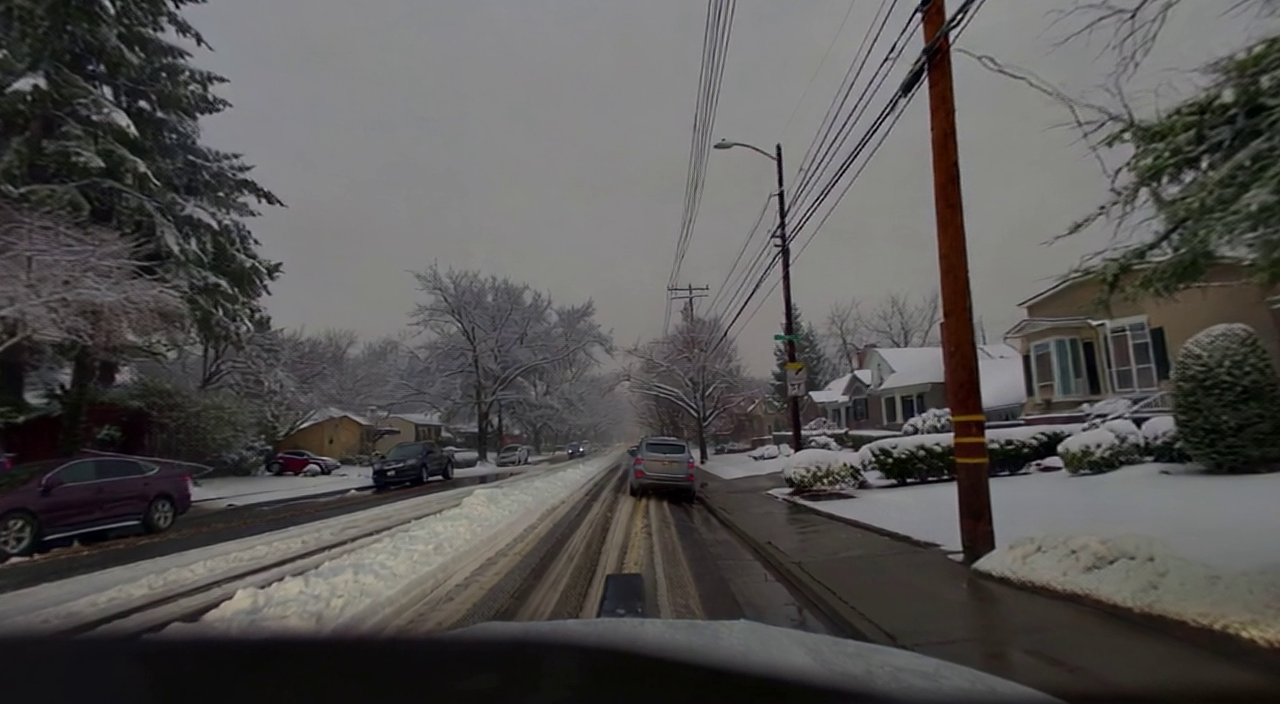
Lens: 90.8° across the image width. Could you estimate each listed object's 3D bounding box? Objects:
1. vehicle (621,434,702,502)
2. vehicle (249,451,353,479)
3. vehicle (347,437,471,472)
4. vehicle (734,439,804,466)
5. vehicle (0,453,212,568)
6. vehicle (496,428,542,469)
[{"bbox_3d":[0.576,2.972,16.494,1.908,1.572,3.105,0,-8,3],"label":"vehicle"},{"bbox_3d":[-17.963,6.010,33.632,4.481,1.420,1.712,0,-9,-3],"label":"vehicle"},{"bbox_3d":[-13.683,6.110,37.720,6.488,2.009,2.354,0,-9,1],"label":"vehicle"},{"bbox_3d":[8.140,6.377,40.222,4.075,1.674,1.811,0,-8,1],"label":"vehicle"},{"bbox_3d":[-9.415,2.373,10.027,1.968,1.449,4.502,0,-8,2],"label":"vehicle"},{"bbox_3d":[-9.111,7.360,48.189,2.199,2.902,5.848,0,-8,1],"label":"vehicle"}]
